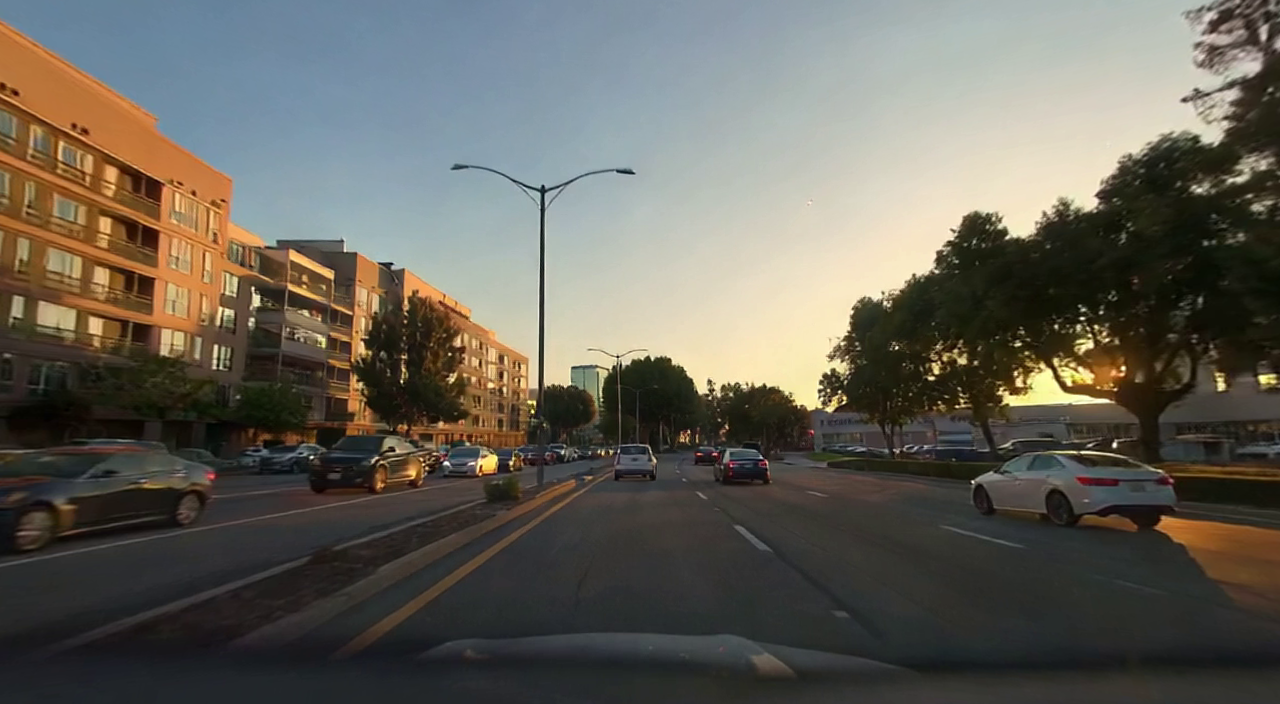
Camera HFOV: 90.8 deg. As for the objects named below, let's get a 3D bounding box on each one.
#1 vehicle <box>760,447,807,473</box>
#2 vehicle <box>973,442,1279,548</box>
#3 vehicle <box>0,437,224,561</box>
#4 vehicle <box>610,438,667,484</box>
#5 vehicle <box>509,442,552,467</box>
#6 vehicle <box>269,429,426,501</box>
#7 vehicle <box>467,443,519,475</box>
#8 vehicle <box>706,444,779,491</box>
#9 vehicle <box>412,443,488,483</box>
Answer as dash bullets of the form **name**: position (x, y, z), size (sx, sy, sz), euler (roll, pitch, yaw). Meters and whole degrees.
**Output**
- **vehicle**: position (8.775, 6.653, 39.070), size (1.860, 1.475, 4.488), euler (0, -9, 0)
- **vehicle**: position (8.110, 2.347, 11.170), size (1.909, 1.456, 4.569), euler (0, -9, 0)
- **vehicle**: position (-8.658, 2.018, 9.094), size (1.974, 1.476, 4.983), euler (-2, -8, 0)
- **vehicle**: position (-0.030, 4.386, 25.595), size (2.101, 1.694, 3.979), euler (0, -9, 1)
- **vehicle**: position (-8.213, 7.725, 47.788), size (2.183, 1.706, 4.862), euler (0, -9, 2)
- **vehicle**: position (-8.511, 3.367, 19.078), size (2.362, 1.825, 4.988), euler (-2, -9, 0)
- **vehicle**: position (-8.515, 6.215, 36.925), size (1.953, 1.647, 4.401), euler (-2, -8, 1)
- **vehicle**: position (3.520, 4.012, 22.341), size (1.852, 1.498, 3.825), euler (0, -9, -1)
- **vehicle**: position (-8.358, 4.891, 28.155), size (2.076, 1.595, 4.110), euler (-1, -8, 1)
